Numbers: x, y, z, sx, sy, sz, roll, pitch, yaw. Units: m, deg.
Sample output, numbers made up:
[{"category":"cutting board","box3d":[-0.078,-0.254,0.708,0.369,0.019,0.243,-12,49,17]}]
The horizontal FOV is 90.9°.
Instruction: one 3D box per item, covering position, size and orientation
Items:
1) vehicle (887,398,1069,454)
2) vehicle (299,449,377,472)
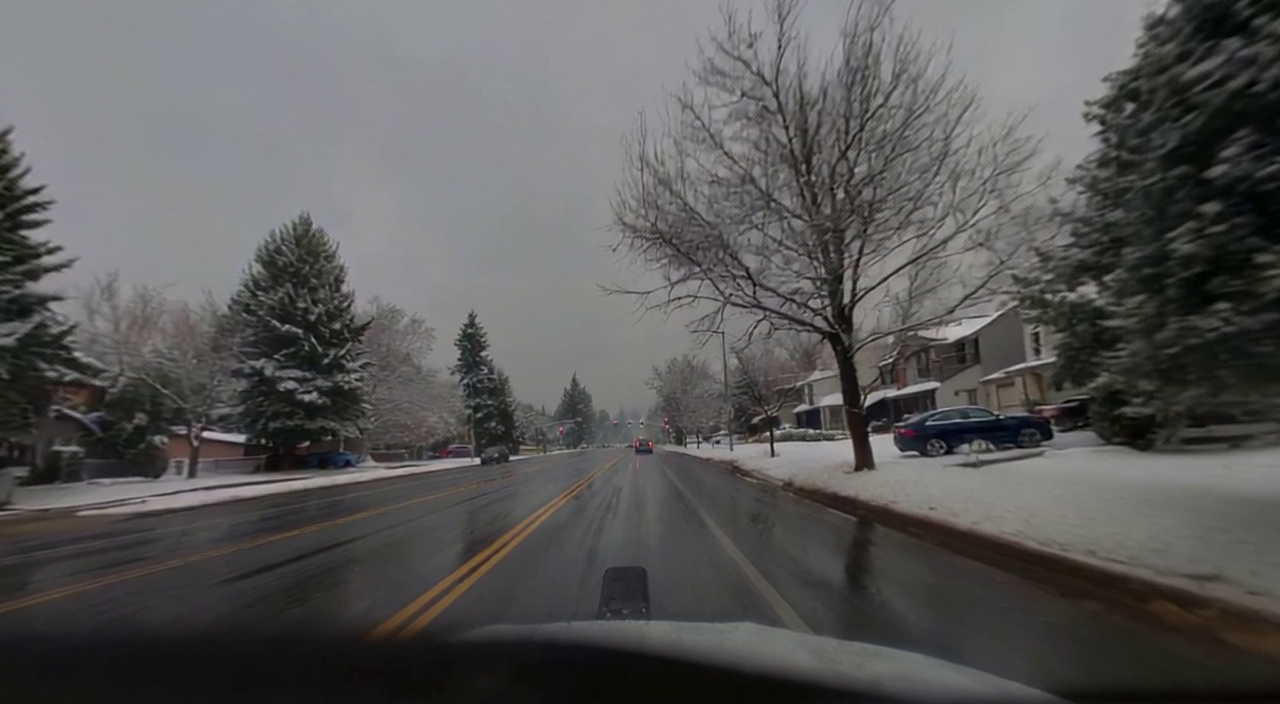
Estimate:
[{"category":"vehicle","box3d":[11.276,2.580,21.482,4.996,1.563,1.984,-5,-9,15]},{"category":"vehicle","box3d":[-22.587,8.136,47.333,4.791,1.564,2.125,0,-8,-5]}]
